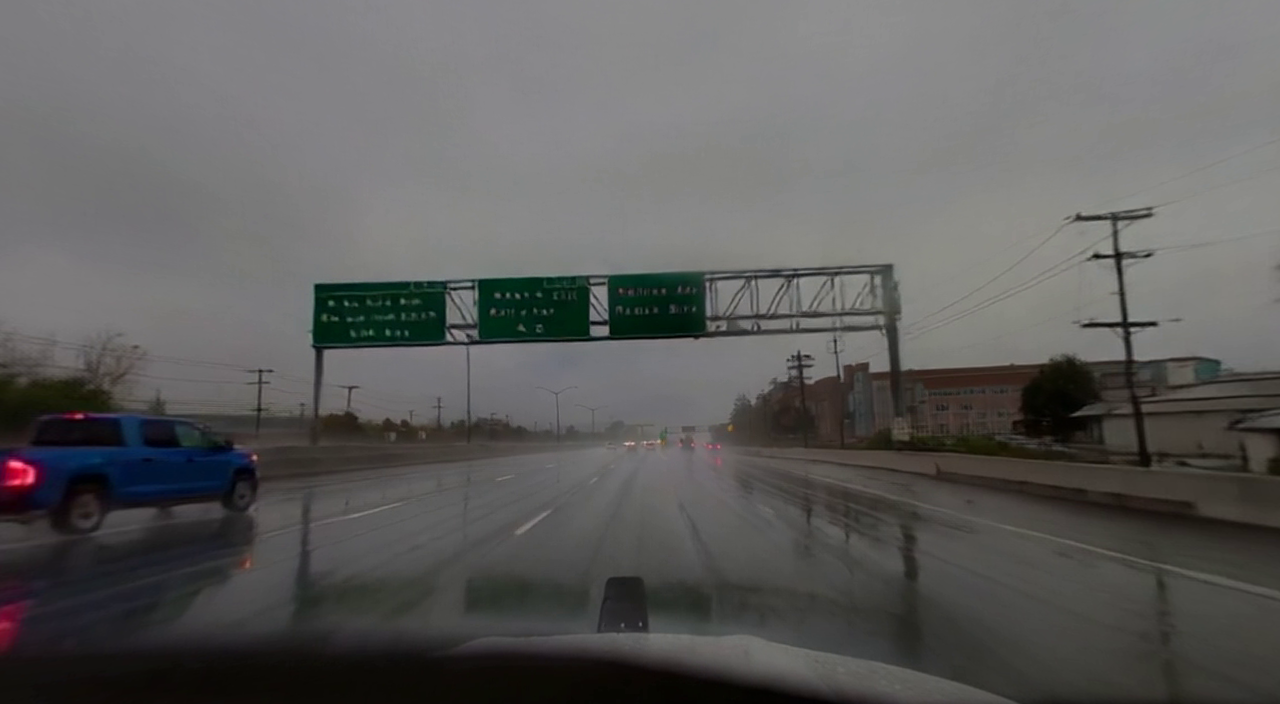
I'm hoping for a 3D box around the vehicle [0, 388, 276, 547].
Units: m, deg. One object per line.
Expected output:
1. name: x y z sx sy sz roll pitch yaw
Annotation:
1. vehicle: -10.131 2.064 11.903 2.667 2.213 6.081 0 -8 1
